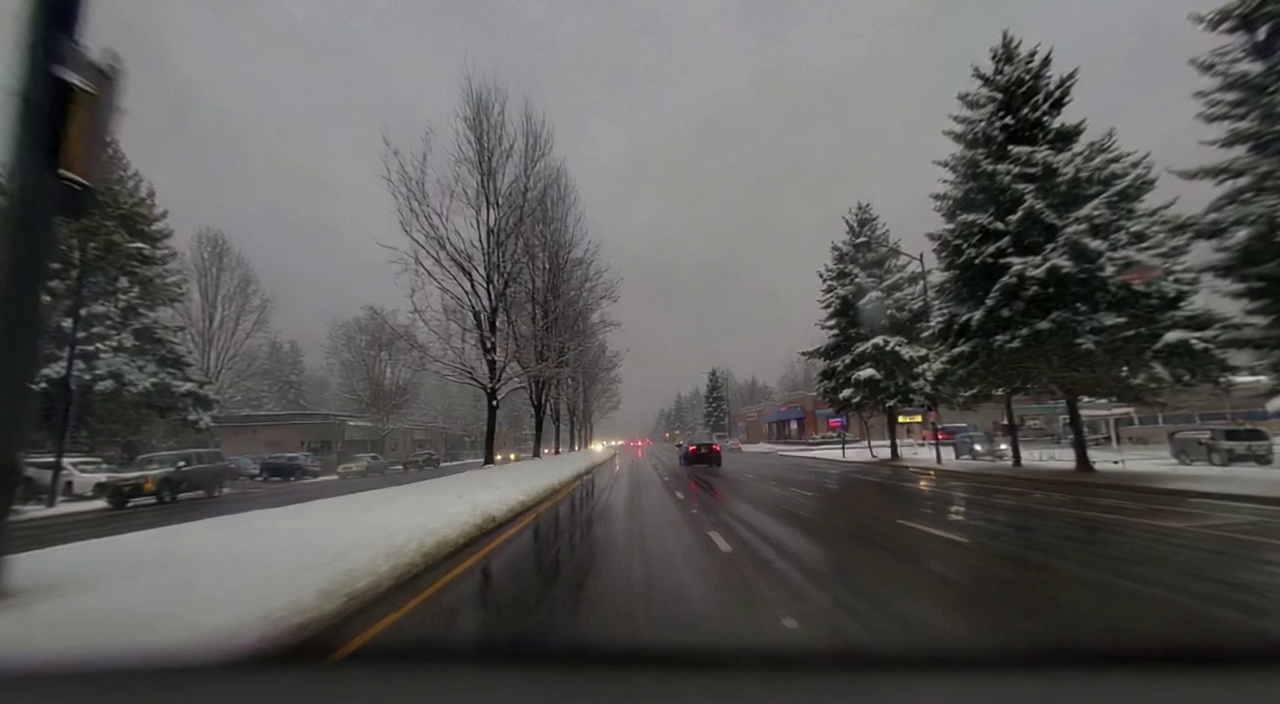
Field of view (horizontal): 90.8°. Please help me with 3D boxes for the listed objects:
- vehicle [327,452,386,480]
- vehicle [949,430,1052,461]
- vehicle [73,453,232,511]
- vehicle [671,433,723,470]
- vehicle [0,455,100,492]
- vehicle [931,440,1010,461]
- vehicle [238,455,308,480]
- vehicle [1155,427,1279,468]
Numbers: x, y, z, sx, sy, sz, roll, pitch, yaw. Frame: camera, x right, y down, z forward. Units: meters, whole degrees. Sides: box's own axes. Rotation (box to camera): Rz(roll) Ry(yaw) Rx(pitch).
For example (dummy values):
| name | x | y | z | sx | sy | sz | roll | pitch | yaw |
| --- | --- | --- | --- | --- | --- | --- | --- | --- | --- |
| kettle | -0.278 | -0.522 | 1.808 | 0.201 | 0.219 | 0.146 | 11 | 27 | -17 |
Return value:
| name | x | y | z | sx | sy | sz | roll | pitch | yaw |
| --- | --- | --- | --- | --- | --- | --- | --- | --- | --- |
| vehicle | -17.990 | 7.217 | 40.294 | 1.858 | 1.600 | 4.118 | 0 | -9 | -1 |
| vehicle | 25.884 | 6.738 | 45.593 | 2.185 | 2.098 | 5.912 | 6 | -11 | -35 |
| vehicle | -18.010 | 4.774 | 23.766 | 1.956 | 1.854 | 5.008 | 0 | -9 | 0 |
| vehicle | 2.656 | 4.768 | 30.396 | 1.957 | 1.643 | 4.226 | 0 | -9 | -2 |
| vehicle | -33.191 | 6.667 | 34.810 | 4.705 | 1.901 | 2.120 | 1 | -9 | -4 |
| vehicle | 23.180 | 6.921 | 44.394 | 1.777 | 1.432 | 4.487 | 7 | -11 | -37 |
| vehicle | -24.073 | 7.568 | 41.663 | 1.831 | 1.452 | 4.727 | 0 | -9 | -1 |
| vehicle | 30.740 | 4.941 | 32.651 | 2.297 | 1.933 | 5.803 | 6 | -11 | -37 |
